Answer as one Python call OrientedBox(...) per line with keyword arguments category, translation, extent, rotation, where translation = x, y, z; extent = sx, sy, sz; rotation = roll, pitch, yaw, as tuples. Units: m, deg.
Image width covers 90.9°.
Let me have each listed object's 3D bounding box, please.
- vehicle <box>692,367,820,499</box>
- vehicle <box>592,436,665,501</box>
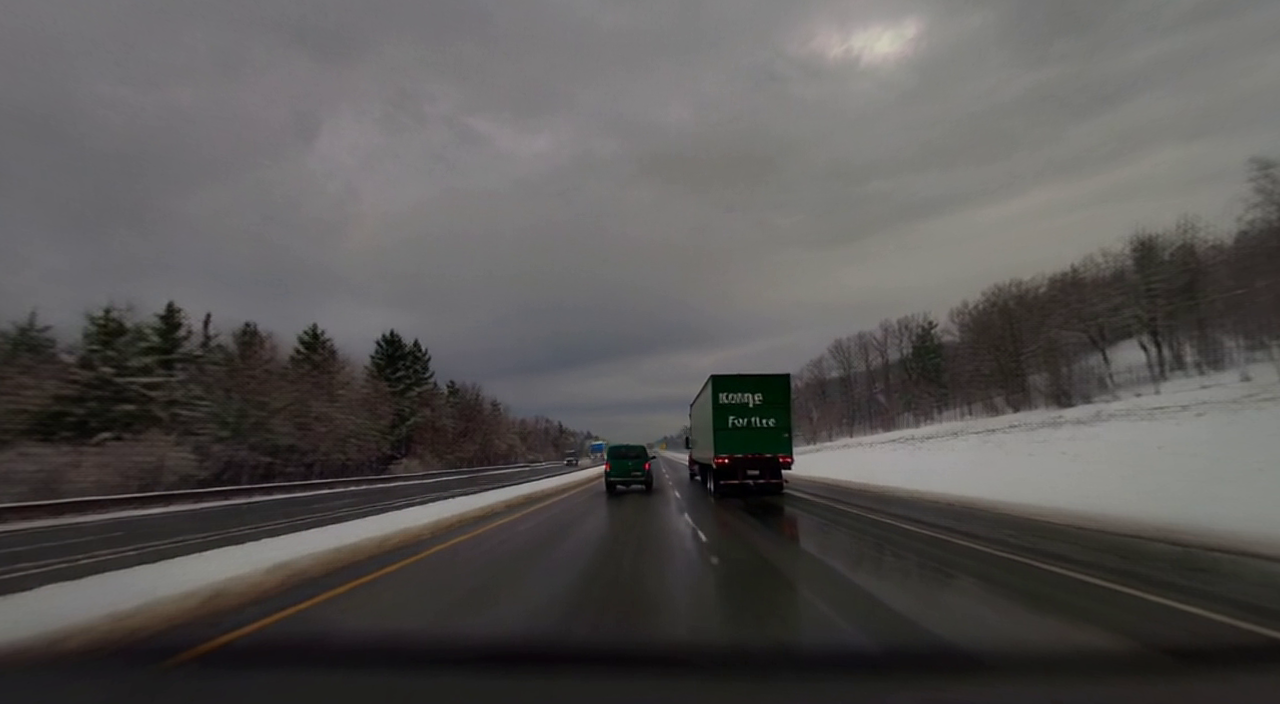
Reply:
OrientedBox(category="vehicle", translation=(4.015, 3.423, 25.408), extent=(3.030, 3.985, 12.707), rotation=(0, -9, 1))
OrientedBox(category="vehicle", translation=(-0.256, 3.707, 20.357), extent=(2.105, 1.865, 4.102), rotation=(0, -9, 3))
